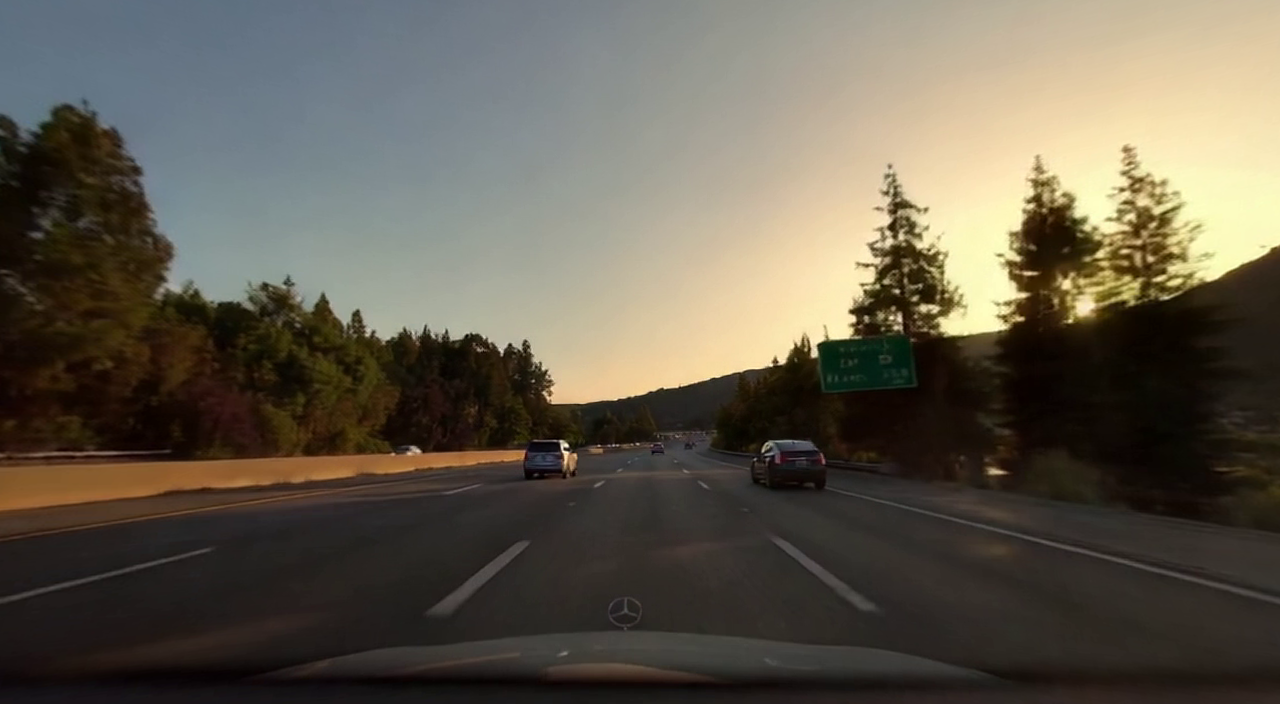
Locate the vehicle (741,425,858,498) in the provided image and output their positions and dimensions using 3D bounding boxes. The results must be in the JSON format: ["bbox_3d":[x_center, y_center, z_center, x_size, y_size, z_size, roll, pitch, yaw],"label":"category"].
[{"bbox_3d":[4.324,3.053,17.866,2.149,1.796,4.487,0,-8,0],"label":"vehicle"}]

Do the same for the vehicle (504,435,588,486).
[{"bbox_3d":[-3.177,3.776,22.222,2.166,1.608,4.297,0,-8,2],"label":"vehicle"}]
